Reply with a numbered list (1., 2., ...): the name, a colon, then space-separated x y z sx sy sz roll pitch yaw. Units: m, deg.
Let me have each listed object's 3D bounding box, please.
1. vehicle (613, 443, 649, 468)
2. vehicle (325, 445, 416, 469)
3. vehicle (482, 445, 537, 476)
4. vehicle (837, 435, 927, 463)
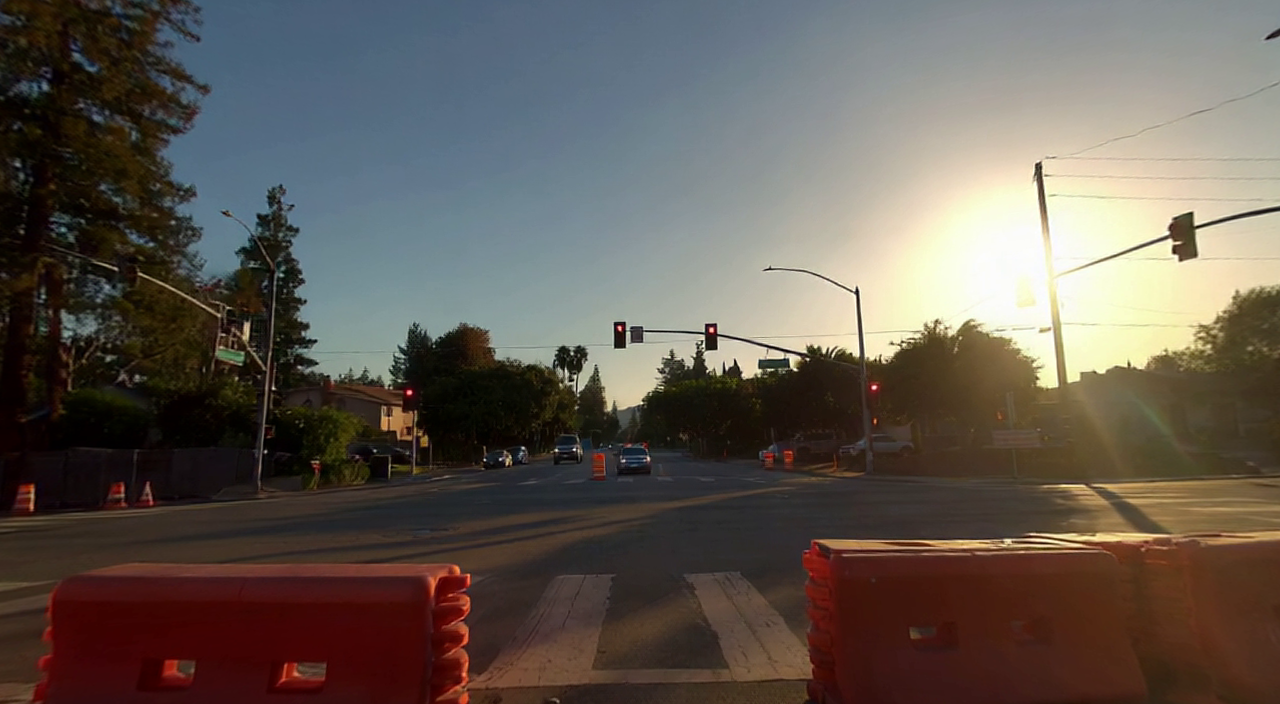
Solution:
1. vehicle: -0.532 6.305 38.631 2.105 1.457 4.173 0 -8 -1
2. vehicle: -16.397 6.391 38.599 4.713 1.409 1.918 0 -8 -2
3. vehicle: -6.611 5.531 32.383 1.881 1.452 4.121 0 -8 0
4. vehicle: 15.373 6.180 40.312 4.892 1.656 1.856 0 -8 0
